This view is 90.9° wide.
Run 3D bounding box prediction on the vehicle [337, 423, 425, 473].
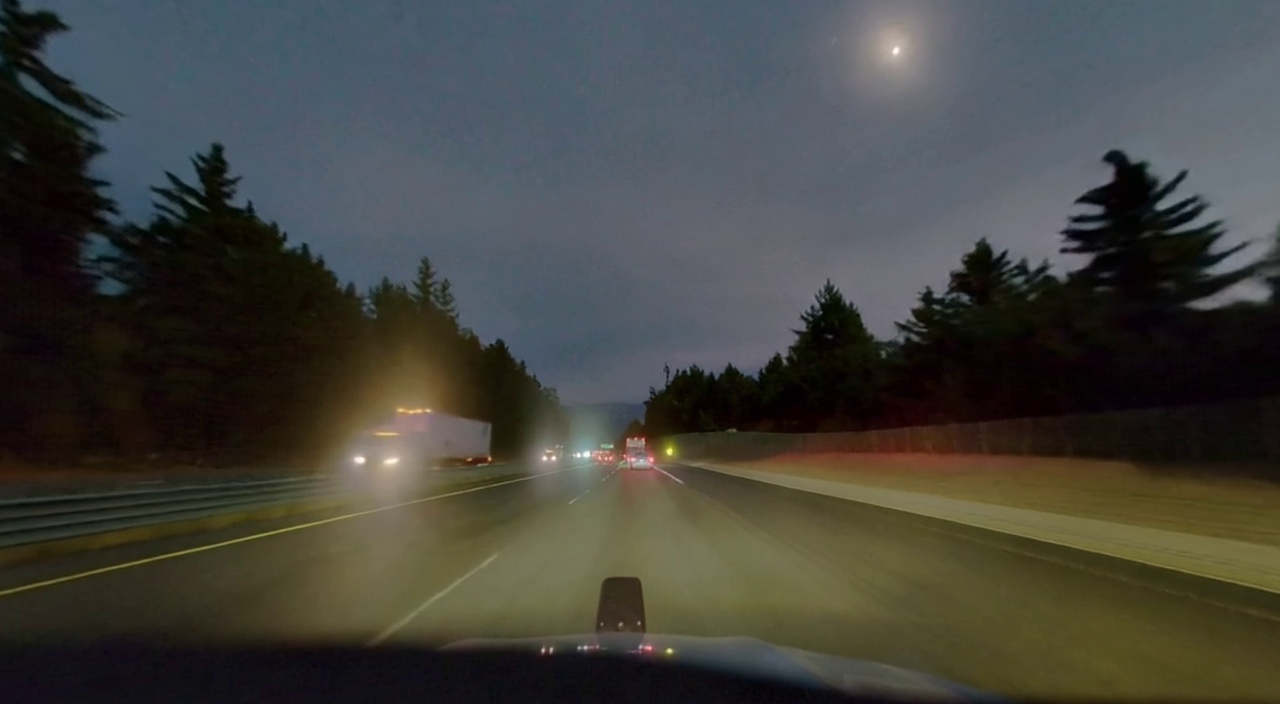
[{"bbox_3d":[-12.313,4.656,30.440,2.060,2.195,5.129,0,-9,0],"label":"vehicle"}]
